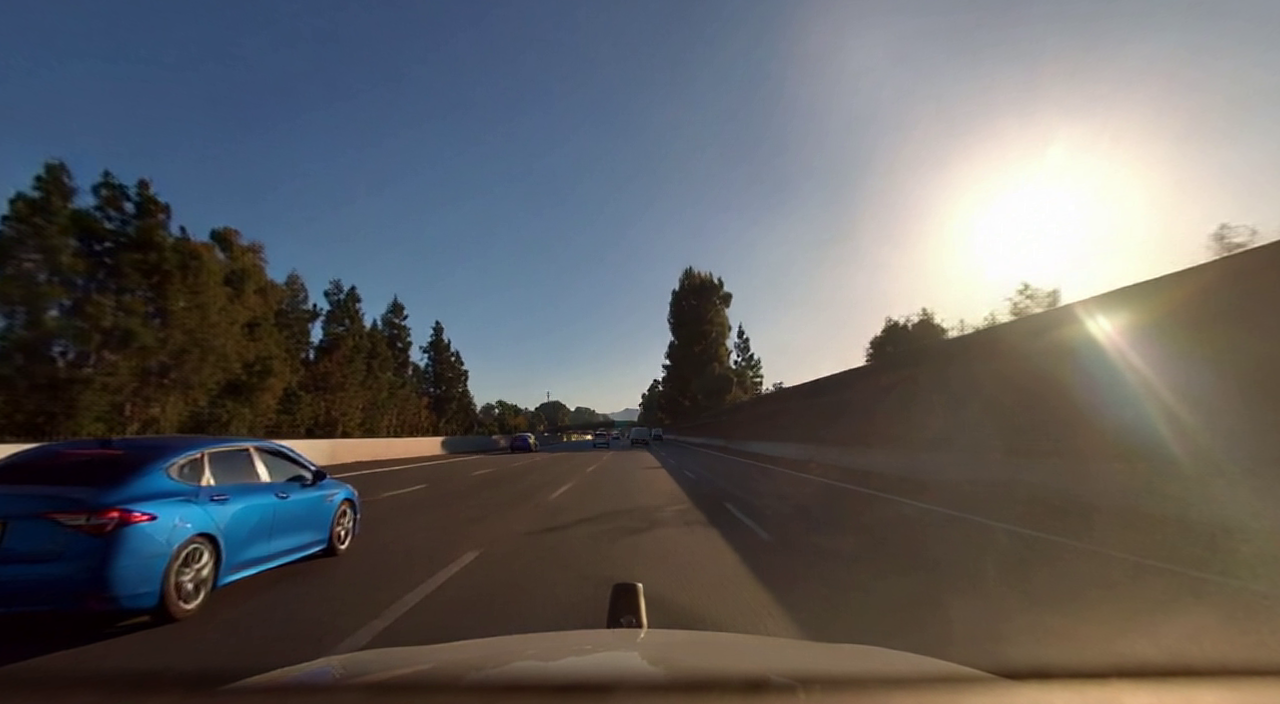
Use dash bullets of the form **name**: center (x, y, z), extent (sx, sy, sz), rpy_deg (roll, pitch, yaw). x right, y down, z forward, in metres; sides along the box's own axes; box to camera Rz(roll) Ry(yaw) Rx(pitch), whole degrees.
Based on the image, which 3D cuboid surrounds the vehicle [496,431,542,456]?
- **vehicle**: center (-8.004, 6.107, 42.093), extent (2.053, 1.582, 4.878), rpy_deg (0, -8, 1)

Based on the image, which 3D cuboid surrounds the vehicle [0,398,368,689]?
- **vehicle**: center (-4.219, 1.255, 5.278), extent (2.079, 1.500, 3.881), rpy_deg (0, -8, 1)
